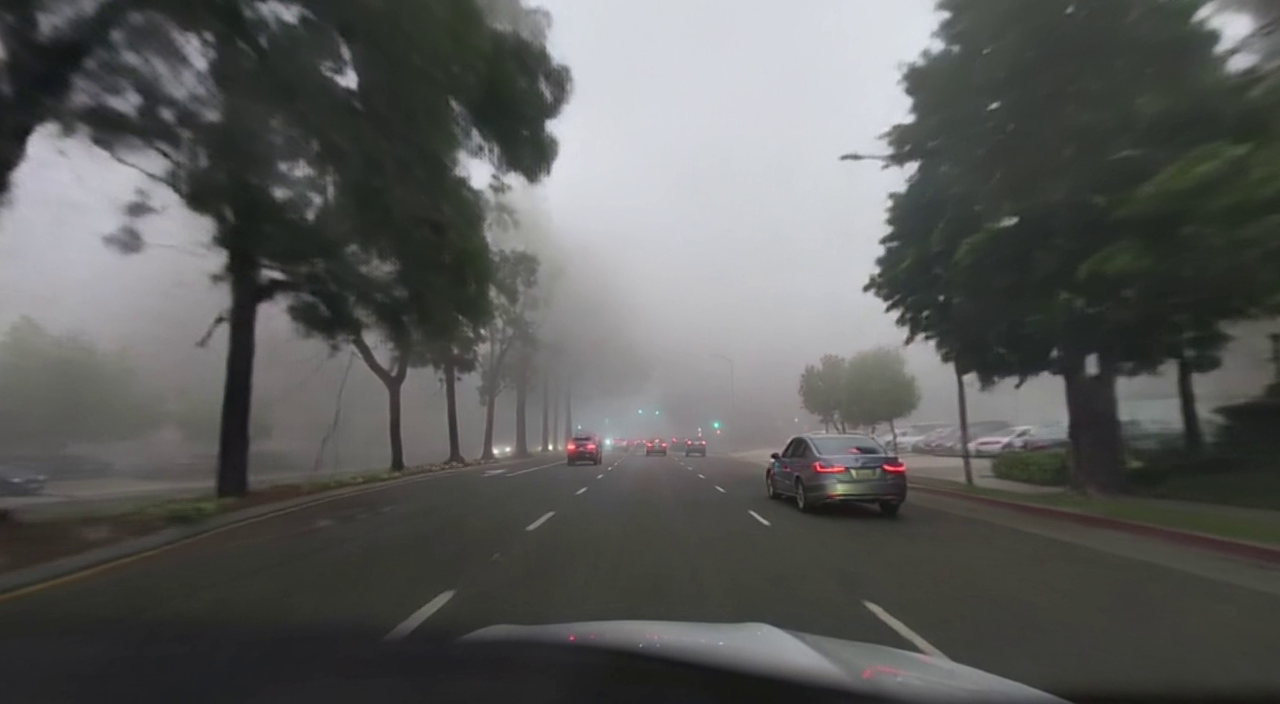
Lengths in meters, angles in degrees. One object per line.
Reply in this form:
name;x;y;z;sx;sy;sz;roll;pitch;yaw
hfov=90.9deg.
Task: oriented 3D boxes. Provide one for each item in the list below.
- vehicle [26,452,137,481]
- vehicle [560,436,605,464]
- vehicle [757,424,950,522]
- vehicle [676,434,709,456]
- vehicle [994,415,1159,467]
vehicle;-31.044;6.325;35.108;2.067;1.497;4.306;-8;-12;42
vehicle;-3.190;5.592;35.987;2.049;1.485;4.656;0;-8;1
vehicle;3.730;2.217;12.092;2.128;1.502;4.572;0;-9;1
vehicle;4.026;7.235;49.034;2.137;1.646;4.488;0;-9;0
vehicle;15.748;3.257;22.953;4.410;1.795;2.078;0;-9;-1
